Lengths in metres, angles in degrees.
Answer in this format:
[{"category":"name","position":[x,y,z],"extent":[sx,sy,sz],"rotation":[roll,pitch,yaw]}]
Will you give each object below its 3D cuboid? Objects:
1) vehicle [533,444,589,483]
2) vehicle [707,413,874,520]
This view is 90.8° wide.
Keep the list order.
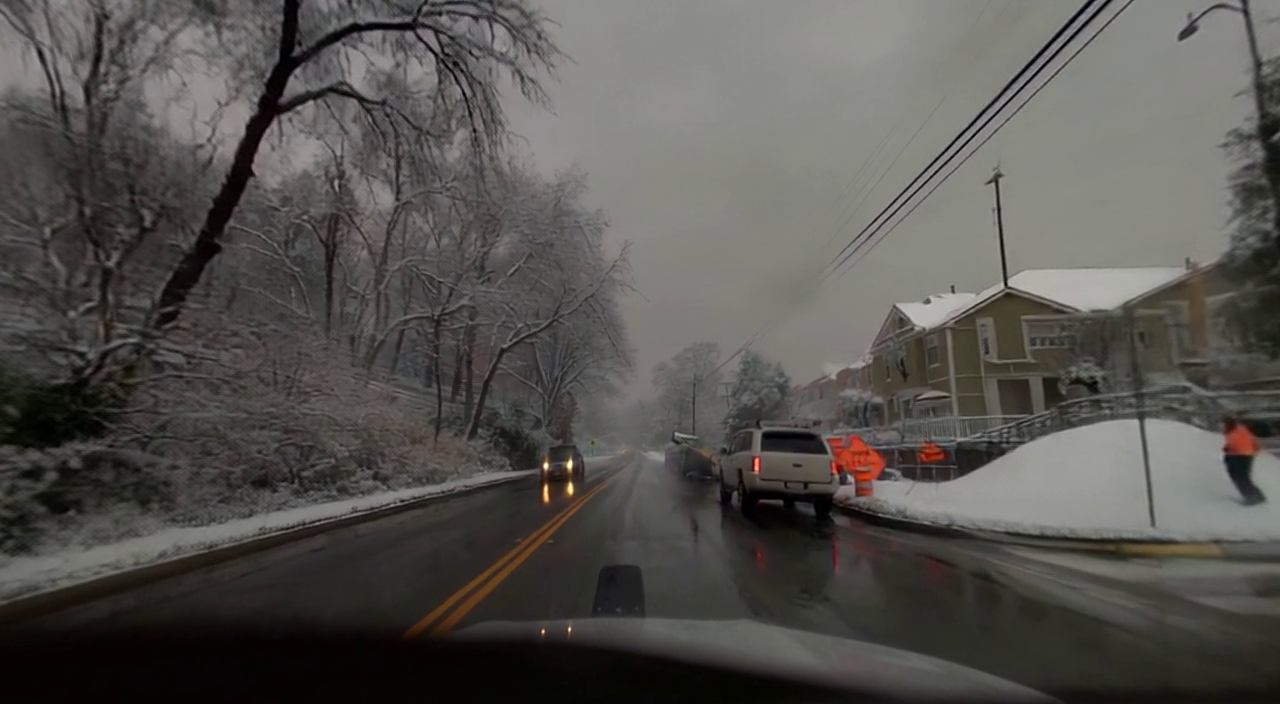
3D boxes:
[{"category":"vehicle","position":[-3.658,5.270,30.121],"extent":[2.078,1.716,4.367],"rotation":[0,-9,1]},{"category":"vehicle","position":[3.357,2.786,15.865],"extent":[2.759,2.114,6.152],"rotation":[0,-9,1]}]
